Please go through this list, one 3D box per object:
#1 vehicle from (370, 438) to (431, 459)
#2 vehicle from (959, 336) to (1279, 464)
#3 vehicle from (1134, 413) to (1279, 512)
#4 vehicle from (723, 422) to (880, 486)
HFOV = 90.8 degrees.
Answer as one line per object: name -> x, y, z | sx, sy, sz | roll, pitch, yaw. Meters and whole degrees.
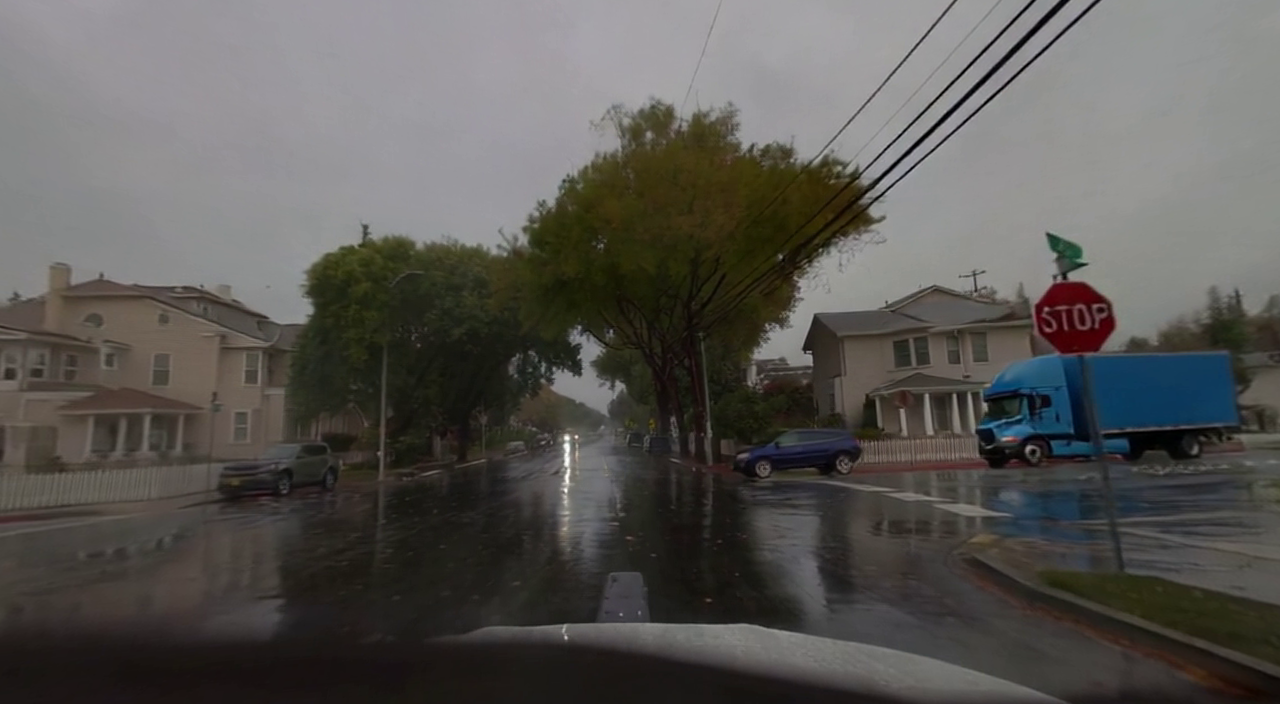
vehicle -> -17.416, 7.051, 46.160 | 3.911, 1.515, 1.802 | 2, -9, -14
vehicle -> 14.309, 1.523, 18.936 | 7.759, 3.523, 2.930 | 0, -9, -1
vehicle -> 11.563, 1.867, 10.893 | 4.488, 1.507, 1.954 | 0, -8, -3
vehicle -> 4.629, 2.949, 18.468 | 3.867, 1.710, 2.107 | 1, -9, -10
